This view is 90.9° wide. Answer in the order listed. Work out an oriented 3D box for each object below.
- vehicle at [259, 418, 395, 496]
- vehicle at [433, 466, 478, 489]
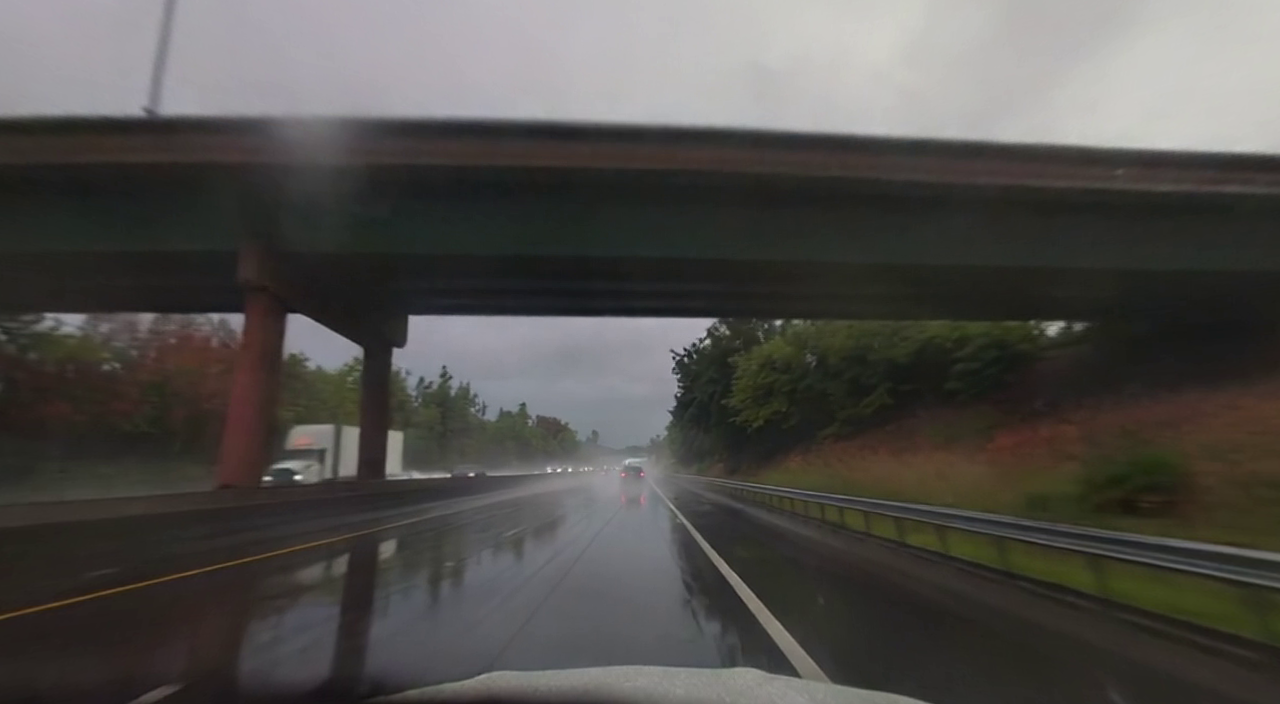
[{"bbox_3d":[-17.587,6.170,36.491,2.960,3.849,9.487,1,-11,-1],"label":"vehicle"},{"bbox_3d":[-13.131,8.965,45.179,1.855,1.474,4.335,1,-11,1],"label":"vehicle"}]
